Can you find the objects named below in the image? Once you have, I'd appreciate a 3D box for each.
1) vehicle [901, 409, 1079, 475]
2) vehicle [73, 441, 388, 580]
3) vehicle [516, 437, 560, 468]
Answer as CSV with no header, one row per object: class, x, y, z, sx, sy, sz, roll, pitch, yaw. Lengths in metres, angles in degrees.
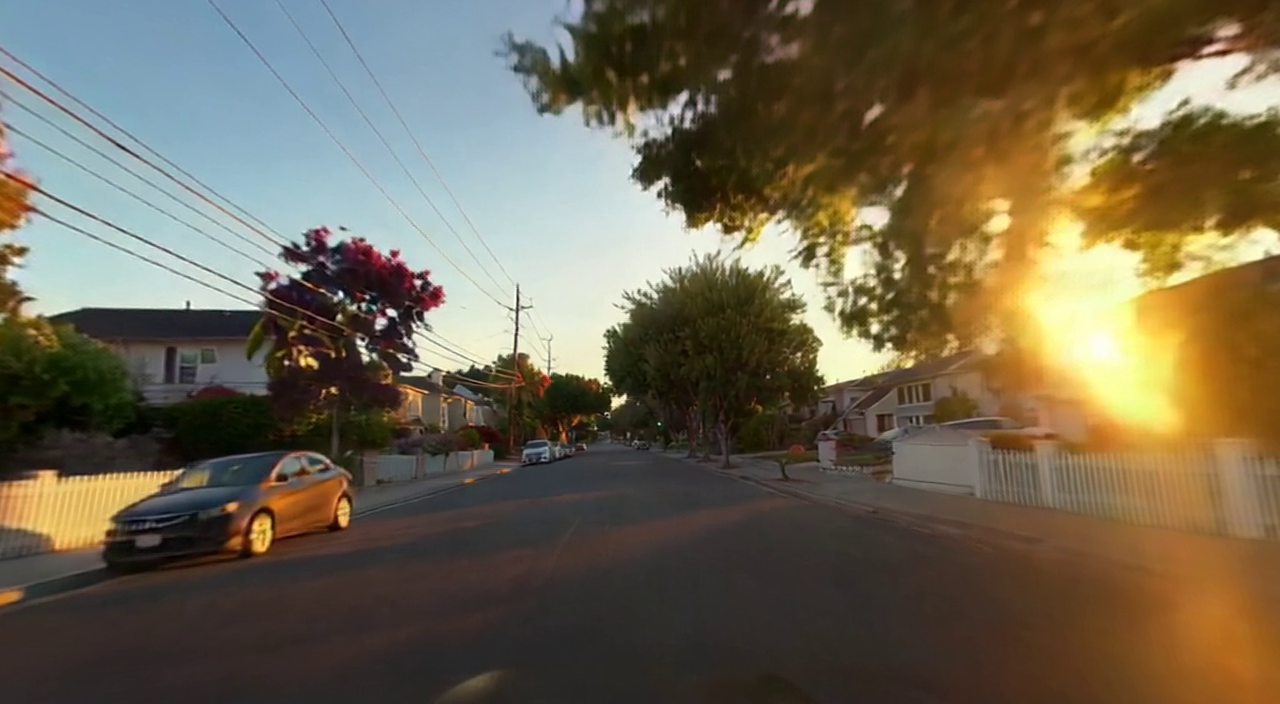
vehicle,10.845,2.896,19.896,4.293,1.657,1.961,-5,-12,7
vehicle,-6.168,2.353,10.528,1.954,1.551,5.128,-3,-7,-1
vehicle,-6.987,6.950,43.790,2.240,1.940,5.429,-2,-9,-2
